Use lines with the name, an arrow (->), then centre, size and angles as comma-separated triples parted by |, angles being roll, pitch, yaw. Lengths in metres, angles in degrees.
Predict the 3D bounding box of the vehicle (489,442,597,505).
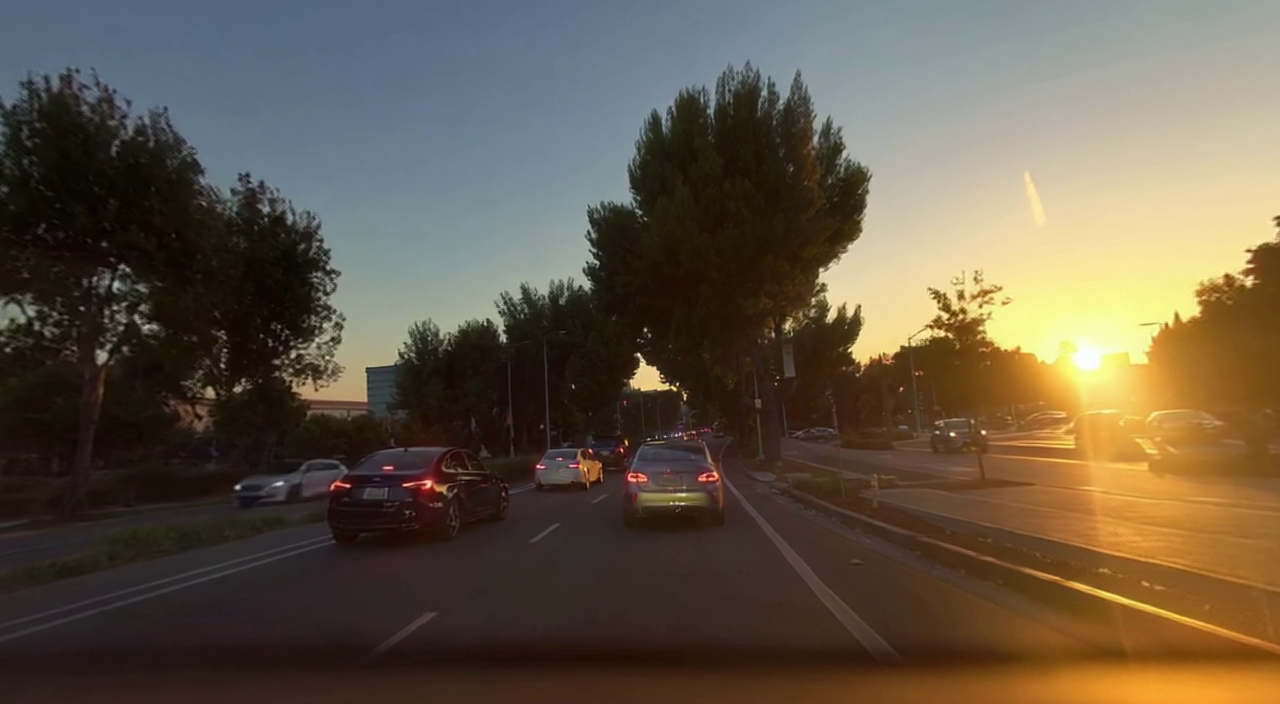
vehicle -> -2.480, 3.232, 17.207 | 1.870, 1.490, 4.187 | -1, -9, 6

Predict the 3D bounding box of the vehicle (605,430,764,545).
vehicle -> 0.678, 2.149, 10.644 | 2.142, 1.528, 4.133 | 0, -9, 2

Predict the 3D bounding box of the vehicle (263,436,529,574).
vehicle -> -3.132, 2.034, 9.227 | 1.940, 1.502, 4.241 | -1, -9, 4

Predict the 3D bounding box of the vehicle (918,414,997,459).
vehicle -> 14.934, 4.056, 29.946 | 2.288, 1.933, 4.612 | -2, -9, 14

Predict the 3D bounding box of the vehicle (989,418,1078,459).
vehicle -> 18.149, 4.003, 29.254 | 1.803, 1.518, 3.893 | -9, -9, 6
